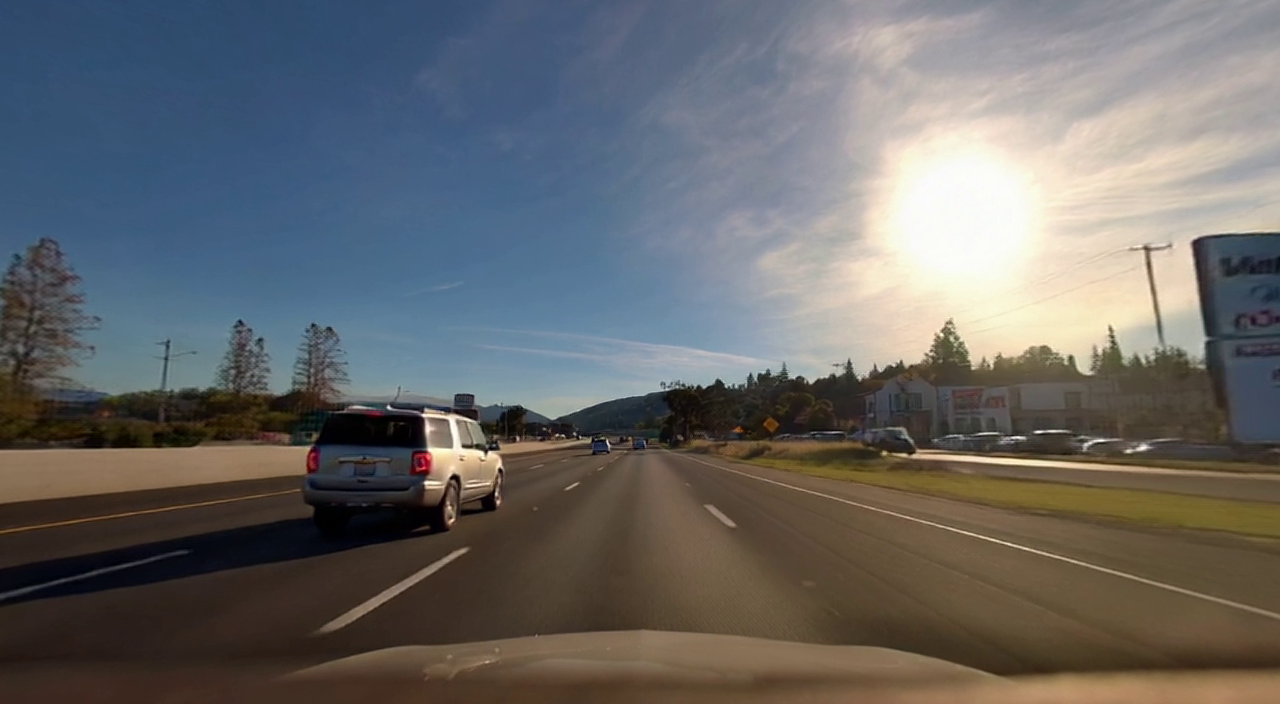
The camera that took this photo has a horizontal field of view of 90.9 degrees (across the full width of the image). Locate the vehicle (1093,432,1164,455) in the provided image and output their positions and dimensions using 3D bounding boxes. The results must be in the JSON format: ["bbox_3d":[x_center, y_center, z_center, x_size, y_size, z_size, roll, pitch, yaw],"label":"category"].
[{"bbox_3d":[38.253,7.174,49.426,4.338,1.705,1.983,2,-9,-13],"label":"vehicle"}]

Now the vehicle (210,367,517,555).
[{"bbox_3d":[-3.826,1.702,10.401,2.352,2.209,5.802,0,-8,1],"label":"vehicle"}]

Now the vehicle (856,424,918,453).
[{"bbox_3d":[16.669,5.907,42.862,2.044,1.792,5.081,0,-8,-1],"label":"vehicle"}]
